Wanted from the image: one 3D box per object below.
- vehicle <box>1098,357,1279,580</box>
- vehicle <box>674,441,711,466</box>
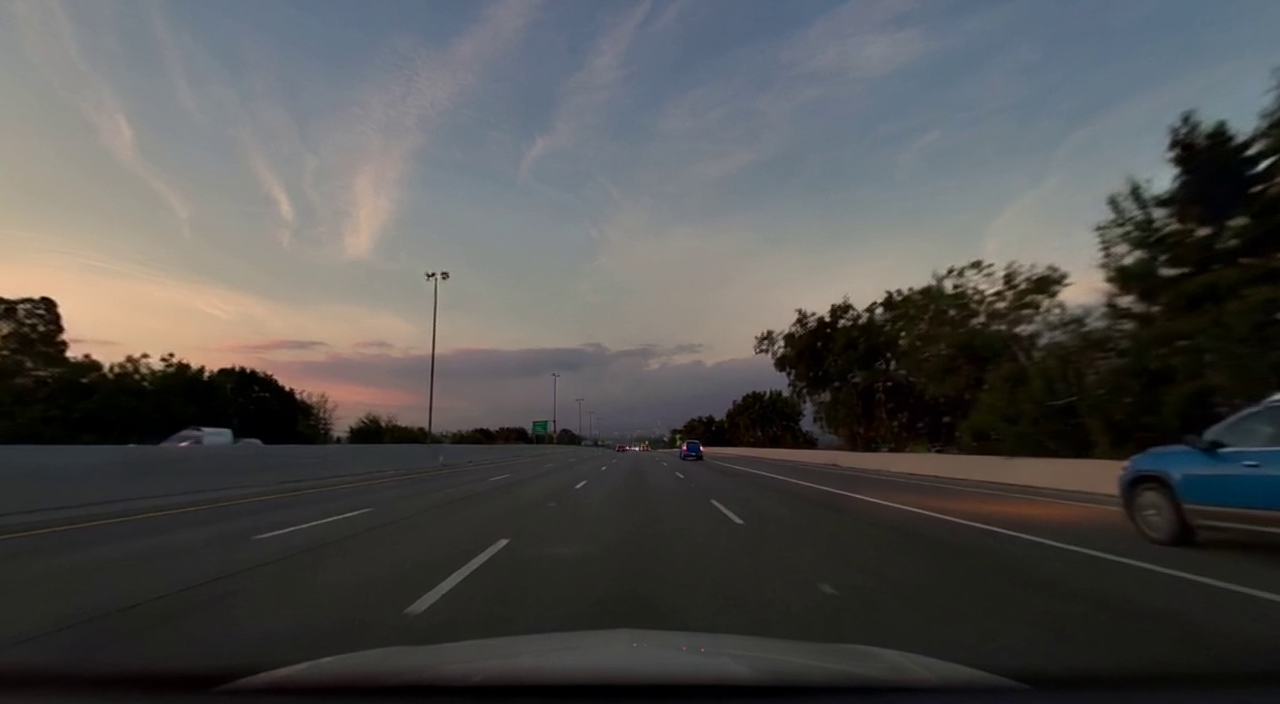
[{"bbox_3d":[6.693,0.999,5.369,2.065,1.953,4.605,0,-8,0],"label":"vehicle"},{"bbox_3d":[3.378,6.555,41.141,2.000,1.533,3.770,0,-8,-1],"label":"vehicle"}]
